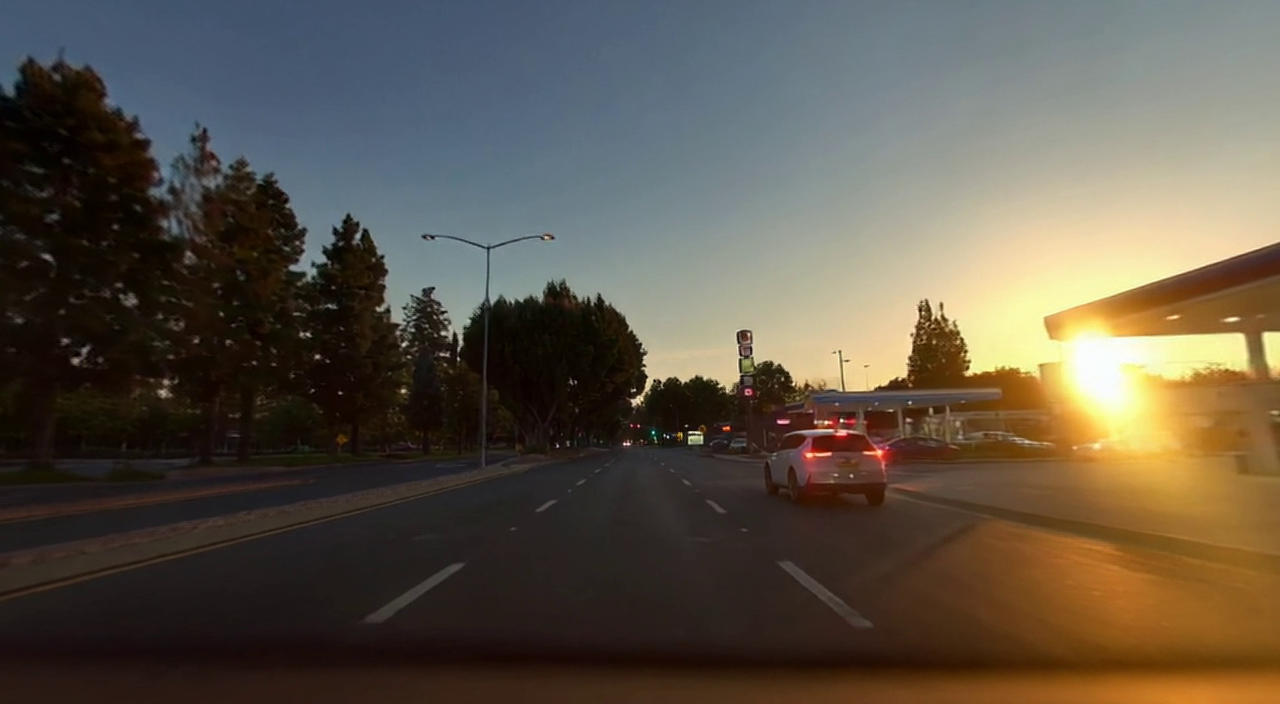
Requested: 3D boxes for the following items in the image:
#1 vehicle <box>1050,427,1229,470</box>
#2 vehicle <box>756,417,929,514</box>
[{"bbox_3d":[23.235,4.513,29.614,6.404,1.894,2.275,0,-8,0],"label":"vehicle"},{"bbox_3d":[4.417,2.581,14.874,2.245,1.864,5.076,0,-8,-2],"label":"vehicle"}]
